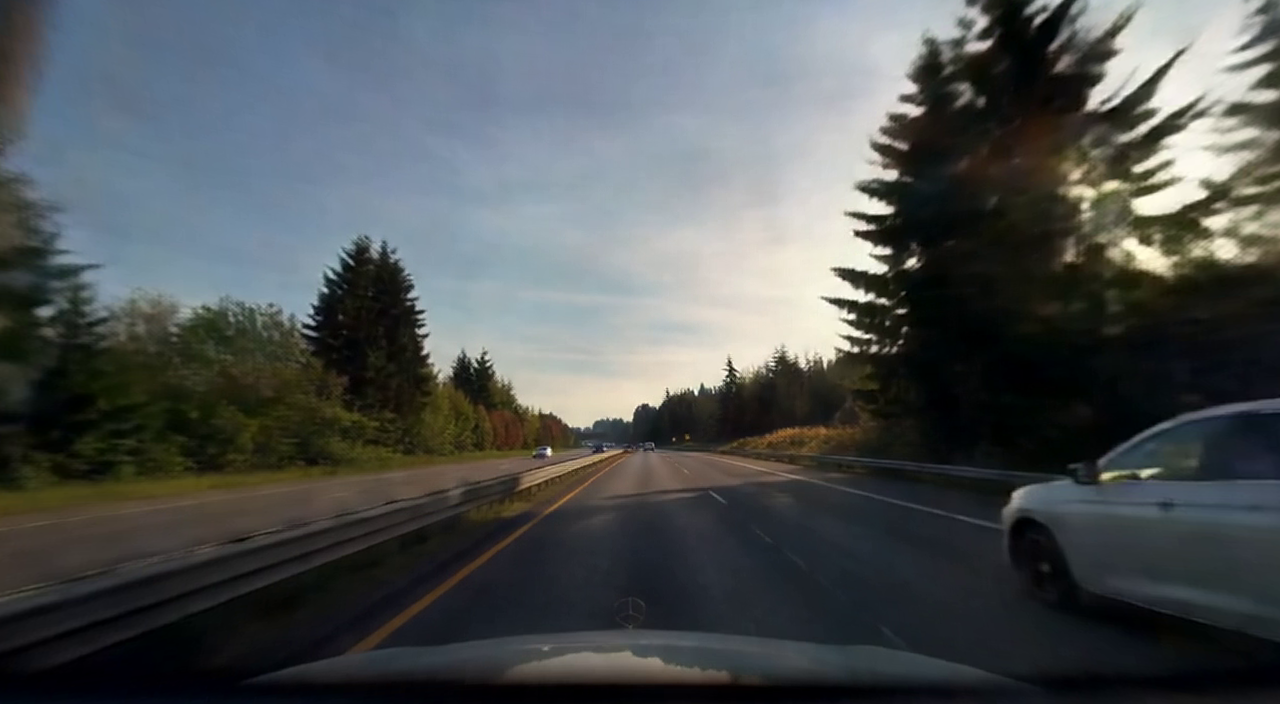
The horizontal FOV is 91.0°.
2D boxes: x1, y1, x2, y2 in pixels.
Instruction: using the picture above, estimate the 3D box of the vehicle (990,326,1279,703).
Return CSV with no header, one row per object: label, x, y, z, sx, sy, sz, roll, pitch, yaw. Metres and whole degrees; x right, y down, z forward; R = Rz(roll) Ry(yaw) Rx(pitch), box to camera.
vehicle,4.177,0.791,2.909,2.360,1.798,4.781,0,-8,0
